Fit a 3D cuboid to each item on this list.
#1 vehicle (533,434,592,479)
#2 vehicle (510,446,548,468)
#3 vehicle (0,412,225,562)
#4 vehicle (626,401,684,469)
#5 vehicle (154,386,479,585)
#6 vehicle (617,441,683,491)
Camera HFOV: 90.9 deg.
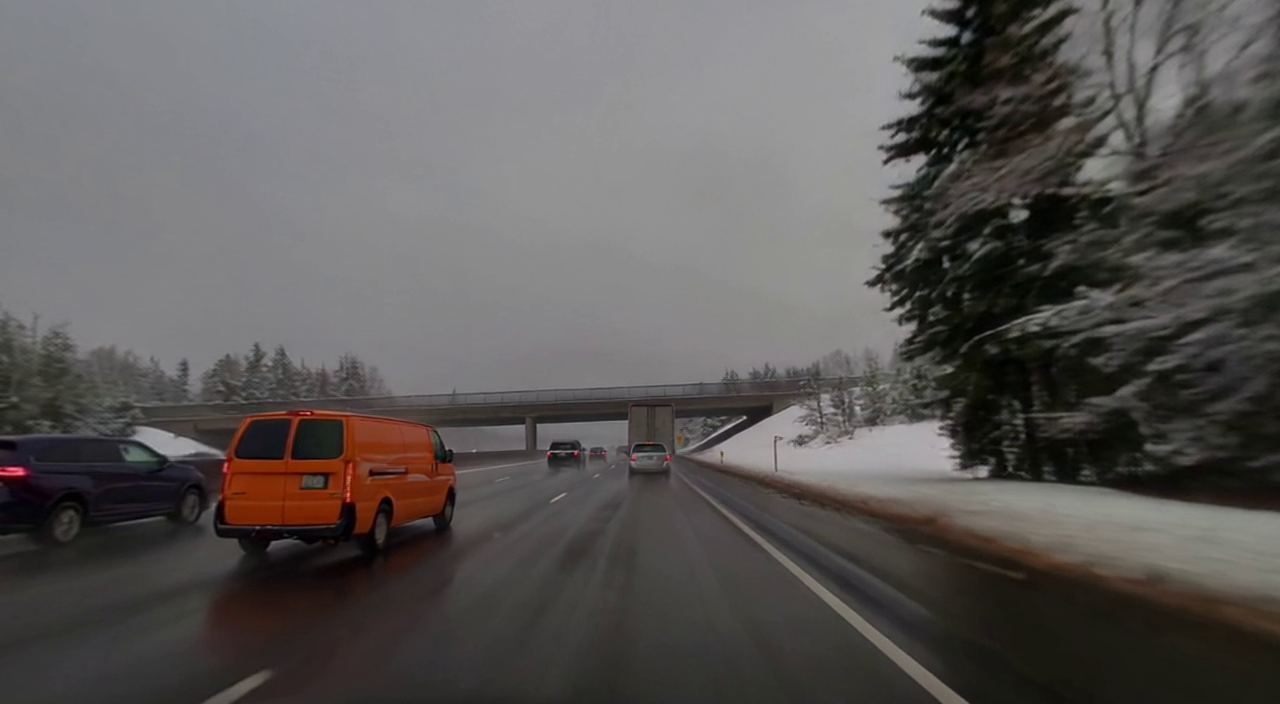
[{"bbox_3d":[-3.411,4.699,28.541,2.068,1.862,4.234,0,-9,1],"label":"vehicle"},{"bbox_3d":[-7.789,7.398,44.522,1.886,1.414,4.028,0,-9,1],"label":"vehicle"},{"bbox_3d":[-8.268,1.770,8.708,2.093,1.675,4.233,0,-9,1],"label":"vehicle"},{"bbox_3d":[0.649,6.176,45.324,3.289,3.822,18.653,0,-9,-1],"label":"vehicle"},{"bbox_3d":[-3.587,1.571,8.037,1.951,1.882,3.979,0,-9,0],"label":"vehicle"},{"bbox_3d":[0.302,3.728,20.900,1.991,1.507,3.391,0,-9,0],"label":"vehicle"}]
